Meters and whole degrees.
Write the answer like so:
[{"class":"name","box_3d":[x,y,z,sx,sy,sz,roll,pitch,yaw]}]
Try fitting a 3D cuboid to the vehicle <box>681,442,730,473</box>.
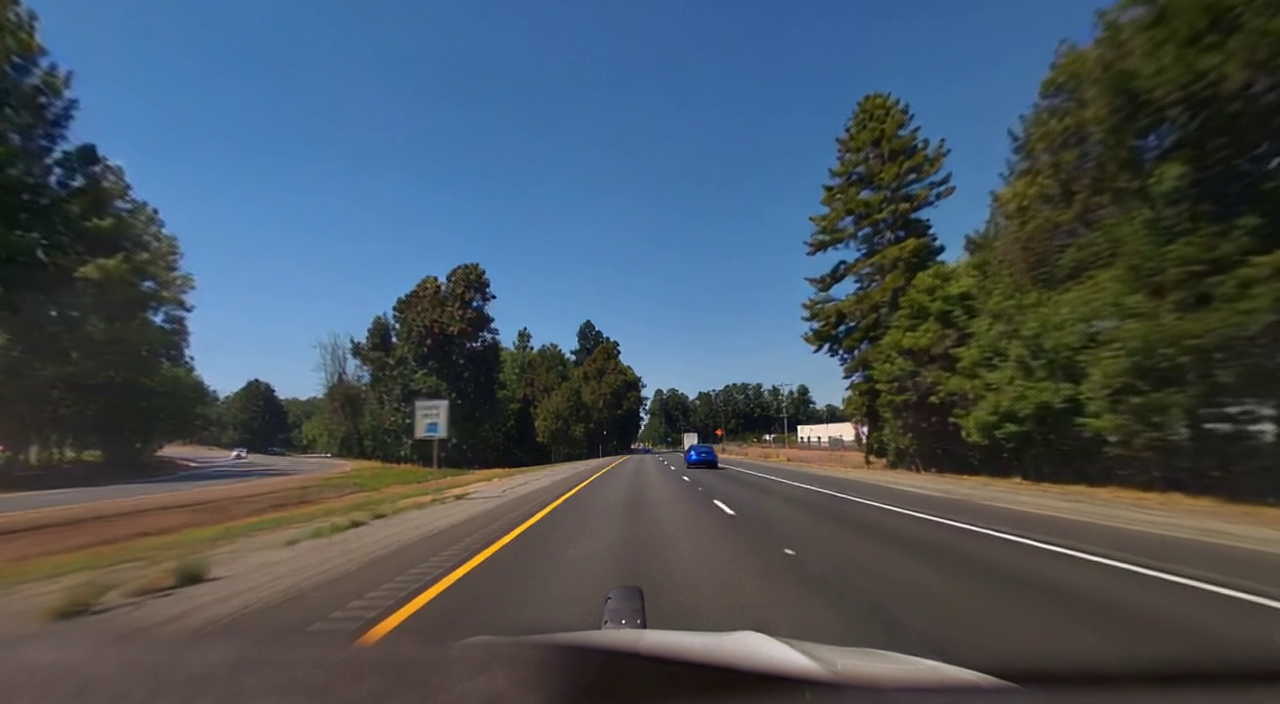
[{"class":"vehicle","box_3d":[3.387,5.533,33.250,2.079,1.531,3.997,0,-9,-2]}]
